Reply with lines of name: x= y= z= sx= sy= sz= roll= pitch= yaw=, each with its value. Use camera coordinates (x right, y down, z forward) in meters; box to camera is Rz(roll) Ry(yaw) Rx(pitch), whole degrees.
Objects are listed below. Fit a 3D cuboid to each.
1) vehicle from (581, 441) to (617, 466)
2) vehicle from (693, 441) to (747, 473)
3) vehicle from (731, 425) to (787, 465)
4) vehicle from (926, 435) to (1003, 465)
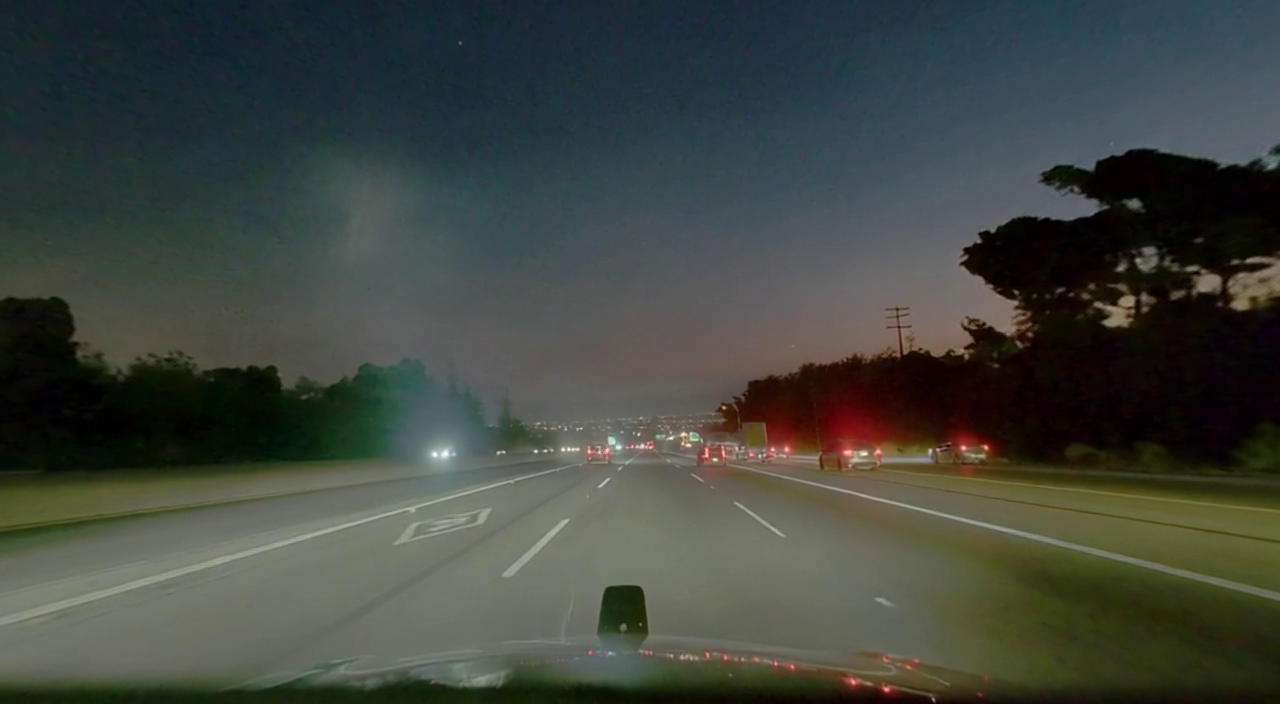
vehicle: x=-2.682 y=6.730 z=42.059 sx=2.060 sy=1.587 sz=4.093 roll=0 pitch=-9 yaw=1
vehicle: x=3.966 y=5.300 z=32.137 sx=2.080 sy=1.493 sz=4.674 roll=0 pitch=-8 yaw=-1
vehicle: x=8.170 y=6.496 z=43.938 sx=2.729 sy=2.628 sz=4.875 roll=0 pitch=-9 yaw=-2
vehicle: x=23.297 y=7.039 z=45.554 sx=2.221 sy=1.995 sz=5.803 roll=0 pitch=-9 yaw=-3
